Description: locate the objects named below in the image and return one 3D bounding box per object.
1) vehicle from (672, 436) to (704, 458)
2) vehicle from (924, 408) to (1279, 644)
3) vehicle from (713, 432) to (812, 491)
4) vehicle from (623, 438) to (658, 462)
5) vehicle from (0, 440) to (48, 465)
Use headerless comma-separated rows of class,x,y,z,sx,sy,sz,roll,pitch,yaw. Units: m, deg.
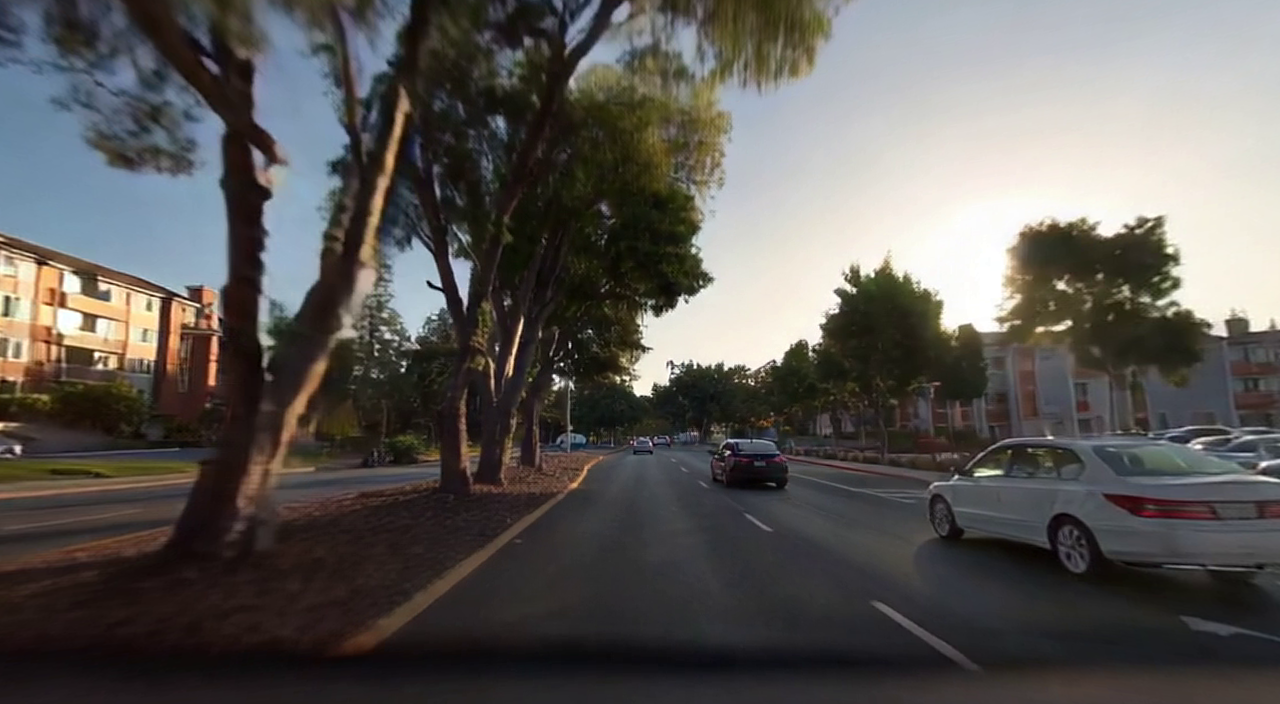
vehicle,3.697,7.392,49.046,2.041,1.611,4.426,0,-8,-1
vehicle,5.011,1.415,6.081,2.098,1.507,4.655,0,-8,-5
vehicle,3.483,3.227,18.954,1.953,1.514,4.672,0,-8,-1
vehicle,-0.021,6.196,40.029,2.095,1.456,3.873,0,-8,-1
vehicle,-37.931,5.983,37.544,3.747,1.422,1.643,1,-9,-1
